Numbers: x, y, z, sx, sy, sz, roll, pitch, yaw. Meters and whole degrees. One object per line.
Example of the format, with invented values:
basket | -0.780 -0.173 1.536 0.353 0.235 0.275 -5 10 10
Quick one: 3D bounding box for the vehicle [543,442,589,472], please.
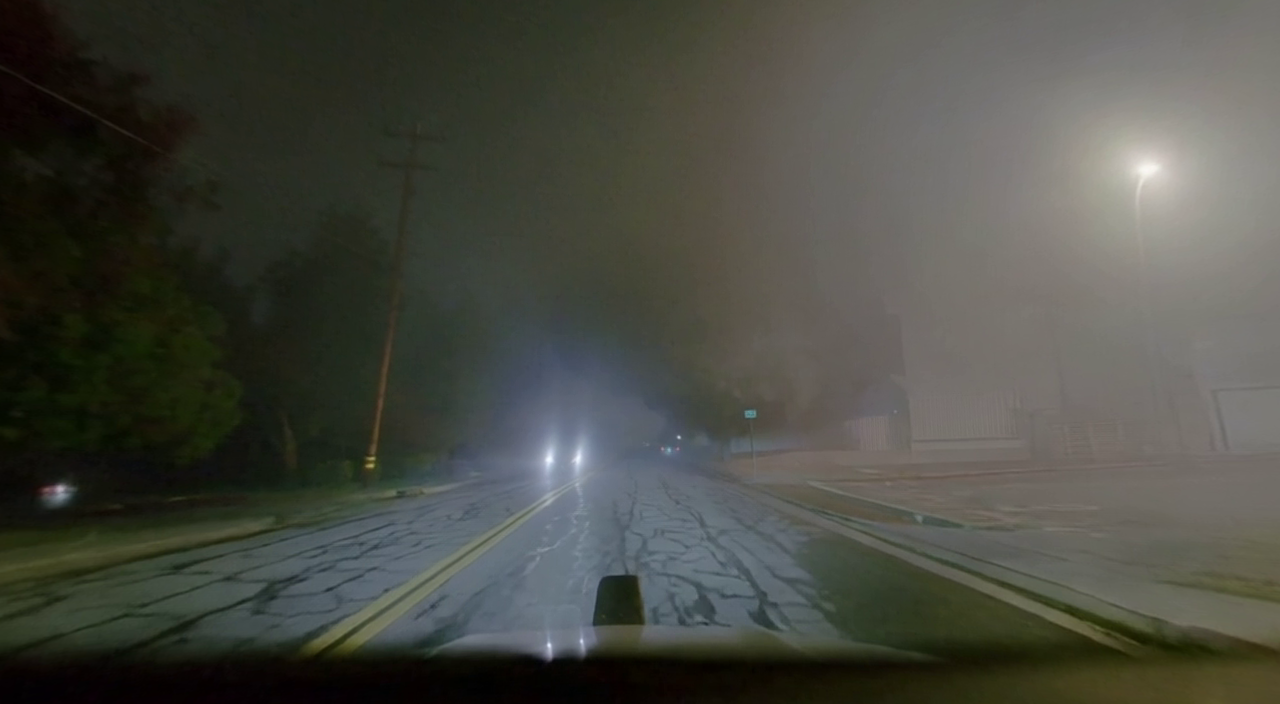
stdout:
vehicle | -3.823 5.471 33.253 1.959 1.473 4.115 0 -8 0
